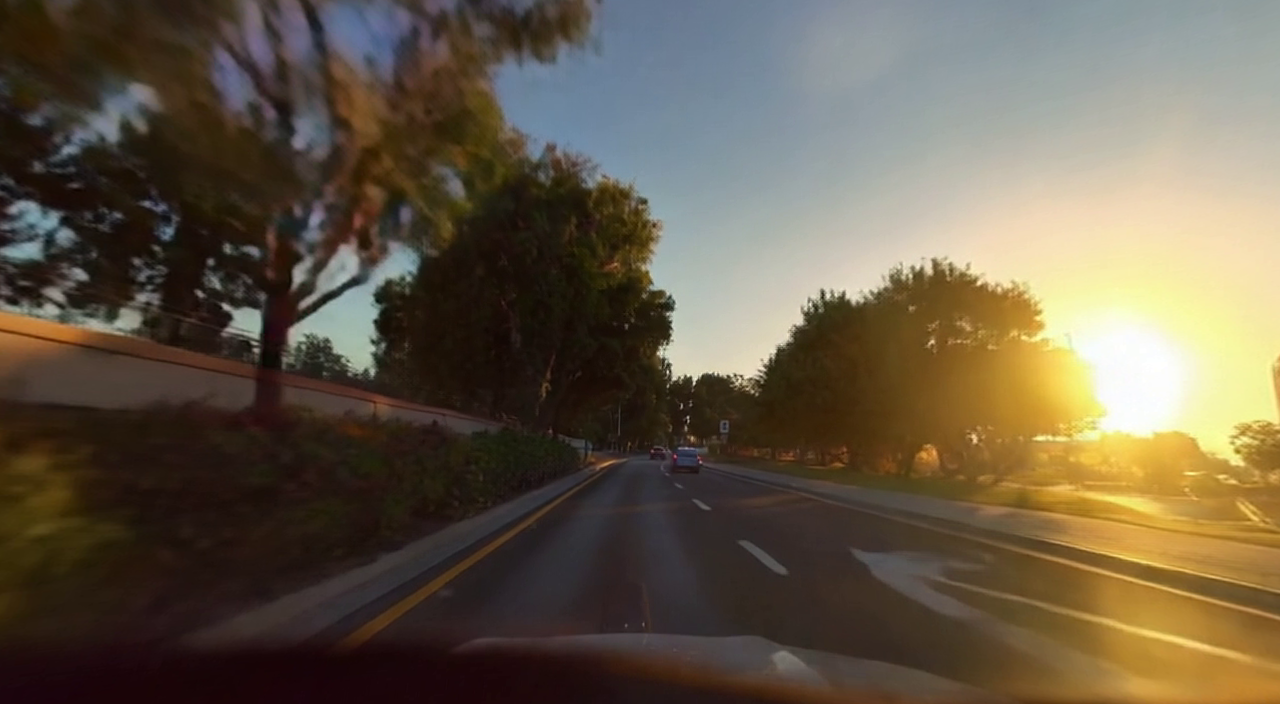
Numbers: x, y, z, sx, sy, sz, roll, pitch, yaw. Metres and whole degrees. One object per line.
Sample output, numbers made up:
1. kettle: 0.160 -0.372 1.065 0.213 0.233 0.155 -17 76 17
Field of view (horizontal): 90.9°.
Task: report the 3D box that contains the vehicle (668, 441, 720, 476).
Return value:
1. vehicle: 2.382 4.818 28.800 1.956 1.473 4.640 0 -8 0
